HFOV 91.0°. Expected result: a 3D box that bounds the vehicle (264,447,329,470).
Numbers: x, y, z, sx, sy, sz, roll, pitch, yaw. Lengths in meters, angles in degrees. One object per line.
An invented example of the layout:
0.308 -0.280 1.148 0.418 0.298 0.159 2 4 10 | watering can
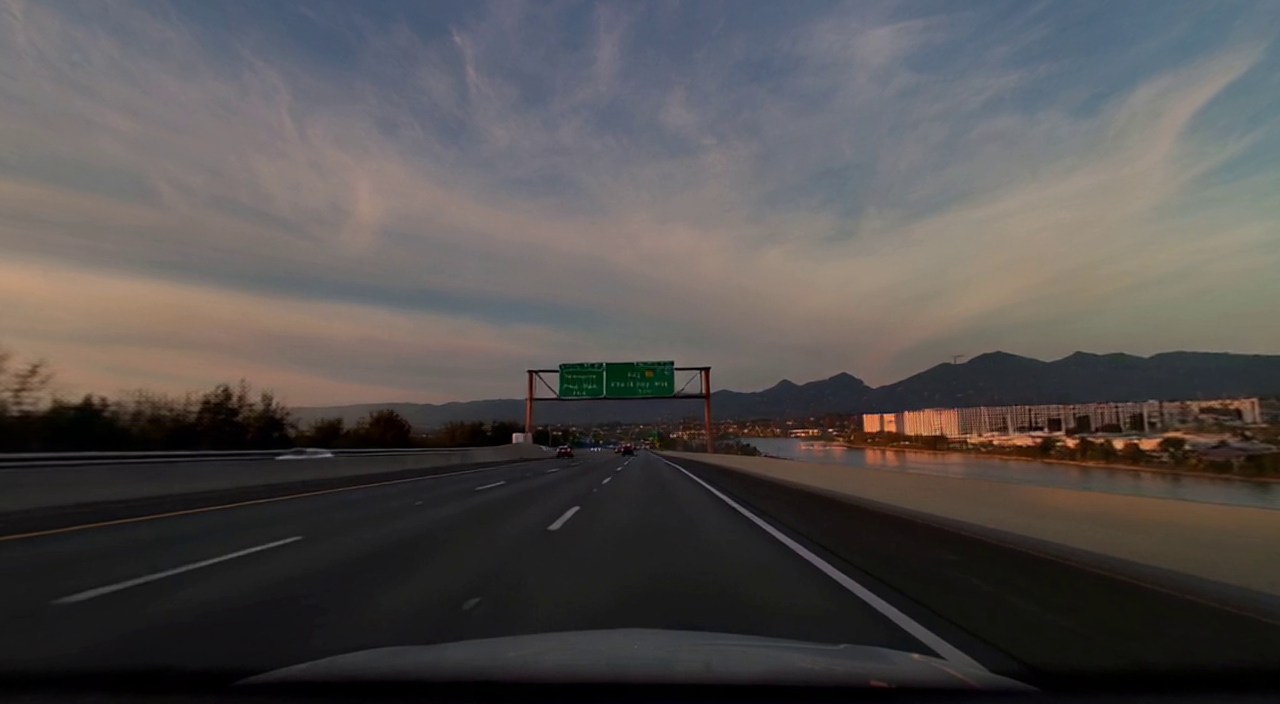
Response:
-23.848 7.400 43.902 1.878 1.498 4.496 0 -9 1 | vehicle
